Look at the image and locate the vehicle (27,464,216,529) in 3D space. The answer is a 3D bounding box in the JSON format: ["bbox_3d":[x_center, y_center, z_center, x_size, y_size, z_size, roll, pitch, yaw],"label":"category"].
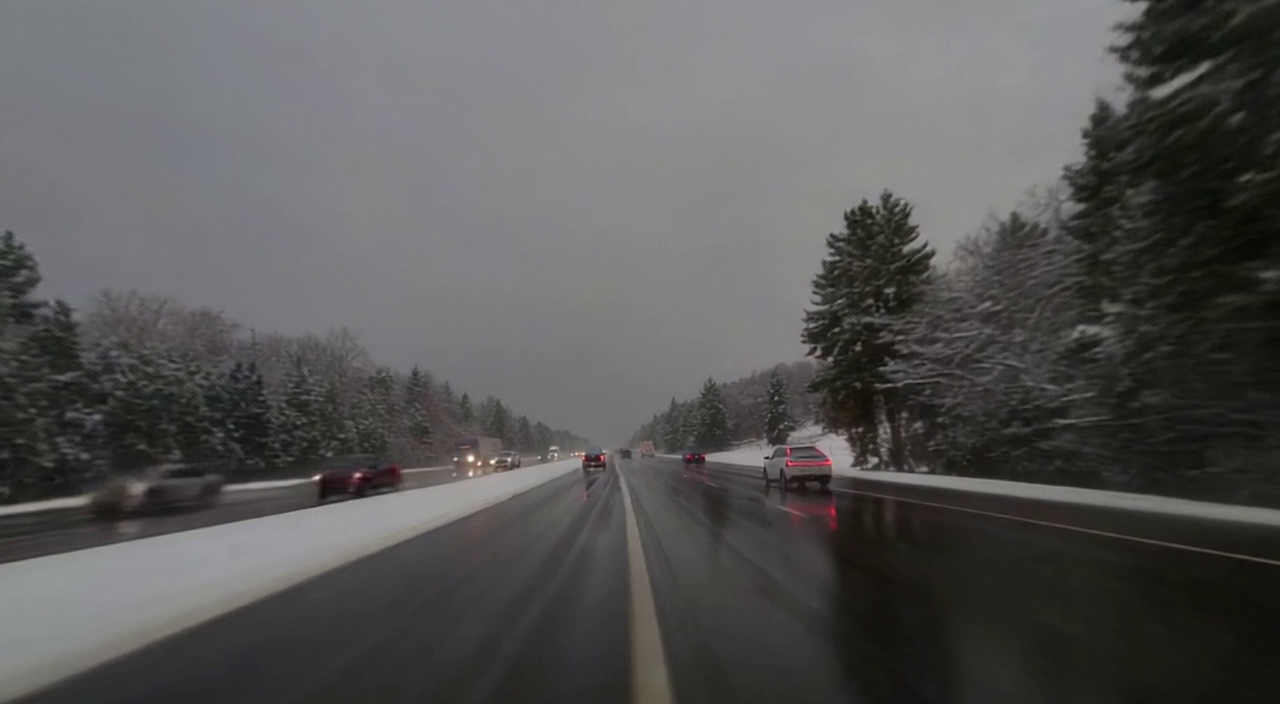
[{"bbox_3d":[-14.235,3.945,17.701,1.908,1.493,4.047,0,-9,-2],"label":"vehicle"}]

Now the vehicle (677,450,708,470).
[{"bbox_3d":[4.002,8.363,48.880,1.846,1.480,3.694,0,-9,-4],"label":"vehicle"}]

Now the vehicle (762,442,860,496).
[{"bbox_3d":[5.397,3.735,20.507,1.903,1.566,3.866,0,-9,-3],"label":"vehicle"}]

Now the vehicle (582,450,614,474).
[{"bbox_3d":[-2.810,7.399,42.780,2.021,1.507,4.272,0,-9,-2],"label":"vehicle"}]

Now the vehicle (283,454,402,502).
[{"bbox_3d":[-10.504,4.459,22.786,2.097,1.503,4.780,0,-9,-2],"label":"vehicle"}]
